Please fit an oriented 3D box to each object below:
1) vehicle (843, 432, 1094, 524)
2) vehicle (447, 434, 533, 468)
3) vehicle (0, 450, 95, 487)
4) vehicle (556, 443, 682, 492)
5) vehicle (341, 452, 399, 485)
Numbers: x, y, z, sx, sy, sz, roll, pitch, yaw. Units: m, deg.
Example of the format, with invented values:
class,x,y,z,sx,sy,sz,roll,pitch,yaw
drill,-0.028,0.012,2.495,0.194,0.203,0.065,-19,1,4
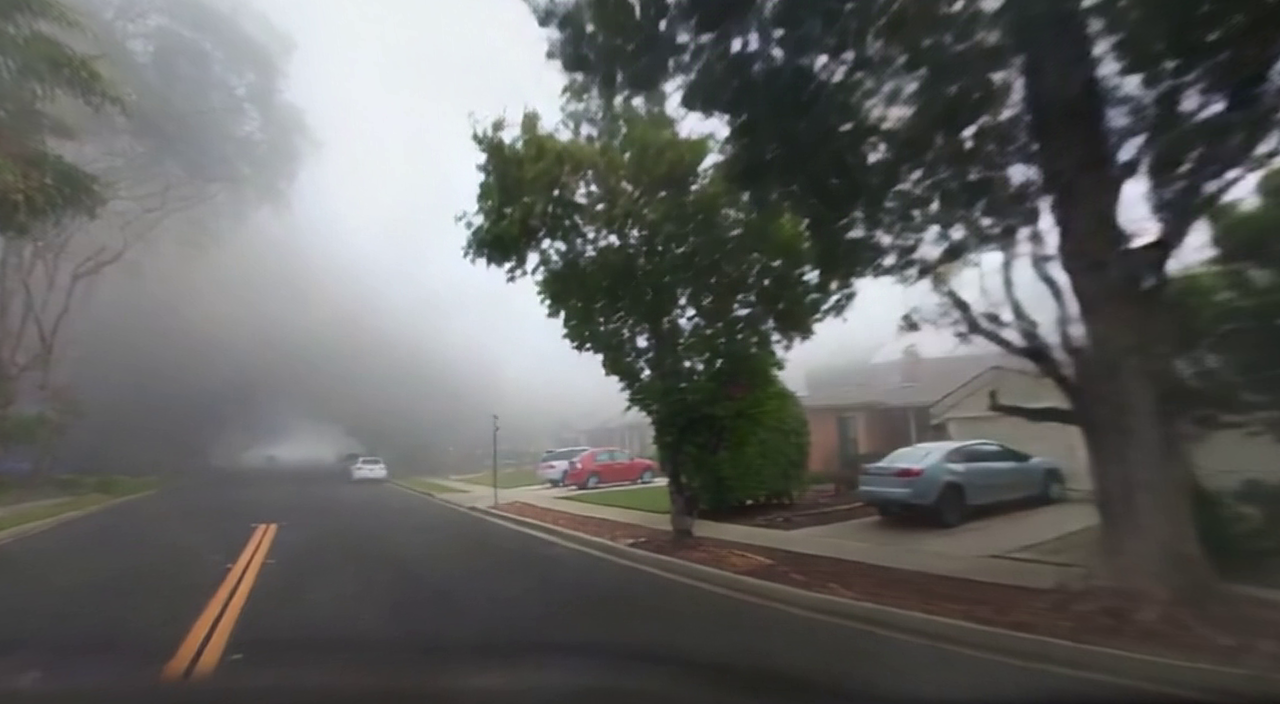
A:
class,x,y,z,sx,sy,sz,roll,pitch,yaw
vehicle,6.421,2.465,12.328,4.569,1.499,1.917,6,-12,-27
vehicle,-9.429,6.231,39.775,4.861,1.911,2.181,5,-14,-27
vehicle,-31.758,6.079,32.937,4.511,1.809,2.018,6,-13,-27
vehicle,-0.758,4.360,23.628,4.230,1.666,1.978,6,-12,-26
vehicle,-13.640,5.877,31.745,2.009,1.506,4.698,7,-13,-29
